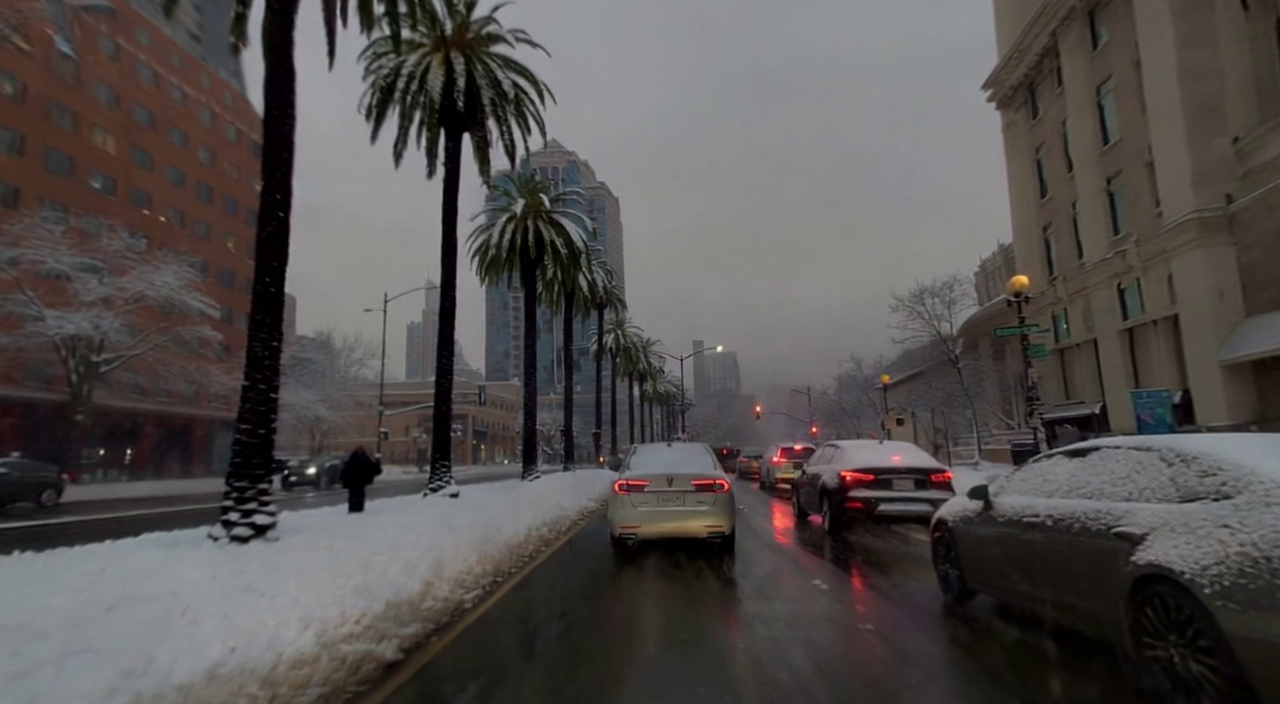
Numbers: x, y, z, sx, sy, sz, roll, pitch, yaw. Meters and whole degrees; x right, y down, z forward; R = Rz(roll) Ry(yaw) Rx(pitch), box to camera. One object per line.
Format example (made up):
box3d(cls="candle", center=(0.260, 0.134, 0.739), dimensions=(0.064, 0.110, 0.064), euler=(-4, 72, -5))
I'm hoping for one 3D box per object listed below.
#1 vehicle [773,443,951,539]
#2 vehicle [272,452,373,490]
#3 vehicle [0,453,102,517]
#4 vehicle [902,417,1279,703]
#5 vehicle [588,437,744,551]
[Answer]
box3d(cls="vehicle", center=(3.989, 2.543, 12.279), dimensions=(1.920, 1.490, 4.417), euler=(0, -9, 1))
box3d(cls="vehicle", center=(-15.168, 5.668, 30.504), dimensions=(2.078, 1.662, 4.436), euler=(-2, -9, 9))
box3d(cls="vehicle", center=(-16.923, 3.482, 16.632), dimensions=(1.801, 1.563, 4.015), euler=(-1, -9, 3))
box3d(cls="vehicle", center=(3.646, 1.275, 4.356), dimensions=(1.913, 1.469, 4.425), euler=(-1, -9, 2))
box3d(cls="vehicle", center=(0.414, 2.186, 10.375), dimensions=(2.078, 1.503, 3.681), euler=(-1, -9, 2))
